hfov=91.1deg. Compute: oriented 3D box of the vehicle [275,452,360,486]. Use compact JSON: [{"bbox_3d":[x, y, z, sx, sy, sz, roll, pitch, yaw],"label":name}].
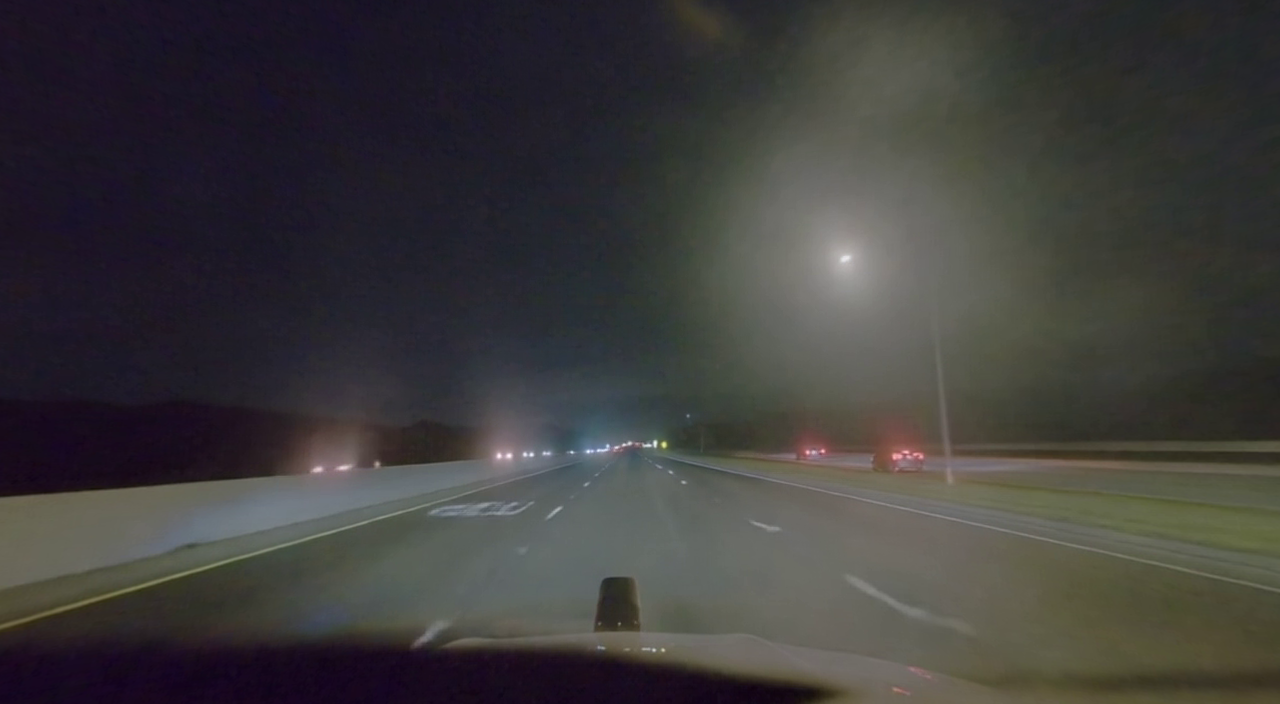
[{"bbox_3d":[-16.925,6.139,33.267,2.083,1.657,4.606,0,-9,-1],"label":"vehicle"}]
